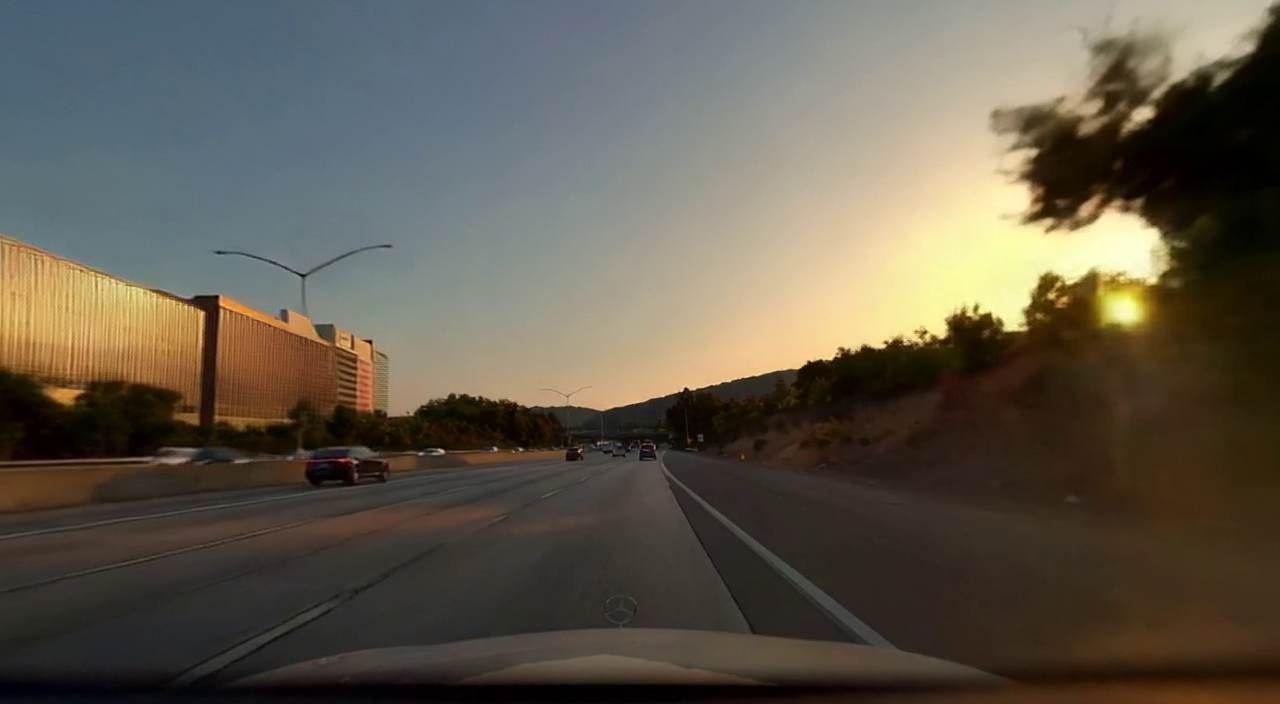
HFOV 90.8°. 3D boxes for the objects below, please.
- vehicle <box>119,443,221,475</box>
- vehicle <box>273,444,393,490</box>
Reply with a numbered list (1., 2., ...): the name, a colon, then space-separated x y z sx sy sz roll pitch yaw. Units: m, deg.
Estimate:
1. vehicle: -25.941 5.906 35.130 1.973 1.582 4.704 -1 -9 2
2. vehicle: -10.686 4.015 22.420 1.914 1.440 4.467 -1 -9 1
